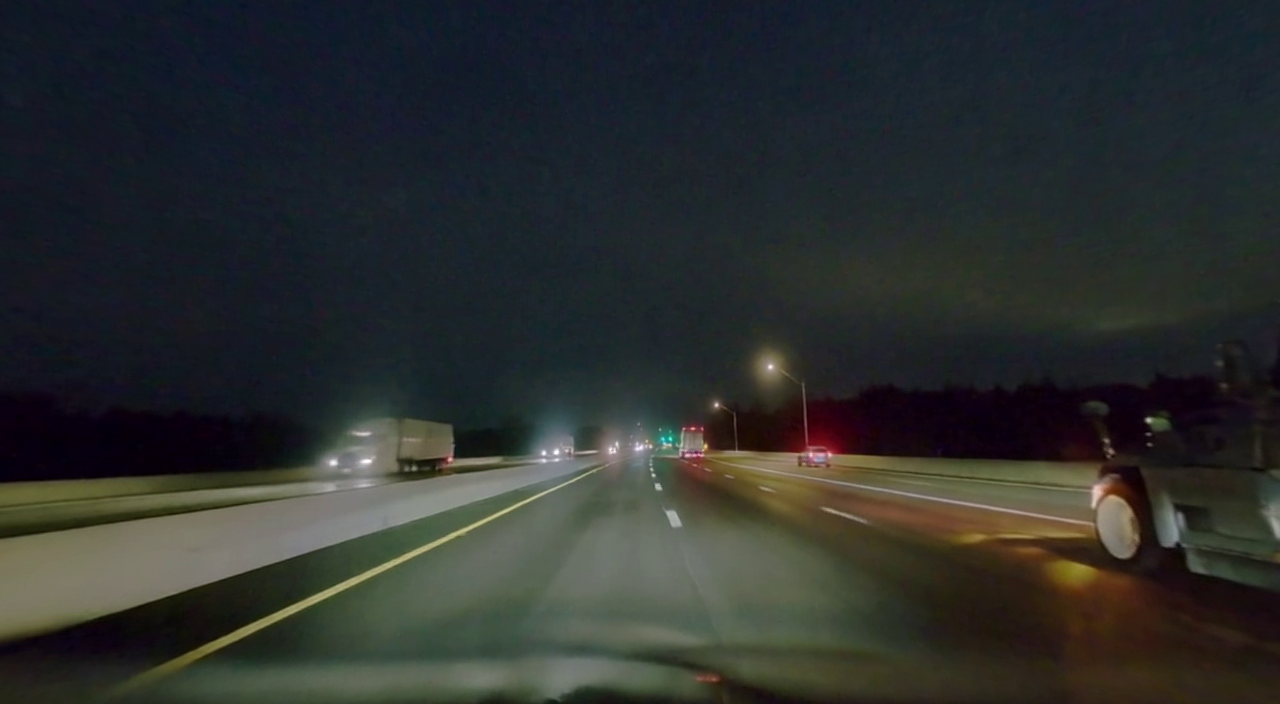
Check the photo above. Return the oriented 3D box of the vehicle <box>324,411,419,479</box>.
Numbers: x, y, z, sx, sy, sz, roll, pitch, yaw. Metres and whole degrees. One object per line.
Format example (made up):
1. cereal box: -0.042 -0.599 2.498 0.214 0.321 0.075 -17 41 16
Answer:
1. vehicle: -16.126 5.673 38.343 2.932 3.817 6.028 0 -9 1
